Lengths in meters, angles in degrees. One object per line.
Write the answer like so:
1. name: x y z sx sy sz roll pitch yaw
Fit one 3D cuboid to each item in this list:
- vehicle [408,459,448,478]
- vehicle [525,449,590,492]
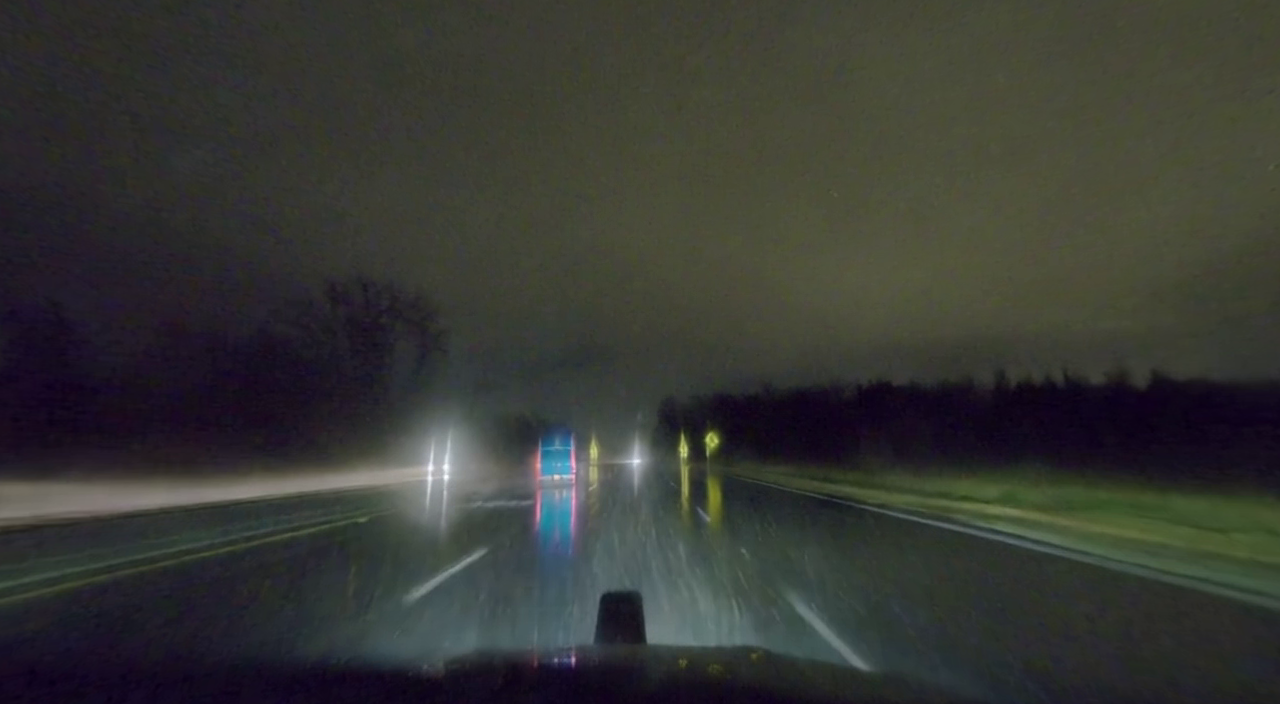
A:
1. vehicle: -16.565 9.096 49.404 1.719 1.419 3.715 0 -9 1
2. vehicle: -3.399 4.968 26.875 2.053 1.647 4.252 -1 -9 2
